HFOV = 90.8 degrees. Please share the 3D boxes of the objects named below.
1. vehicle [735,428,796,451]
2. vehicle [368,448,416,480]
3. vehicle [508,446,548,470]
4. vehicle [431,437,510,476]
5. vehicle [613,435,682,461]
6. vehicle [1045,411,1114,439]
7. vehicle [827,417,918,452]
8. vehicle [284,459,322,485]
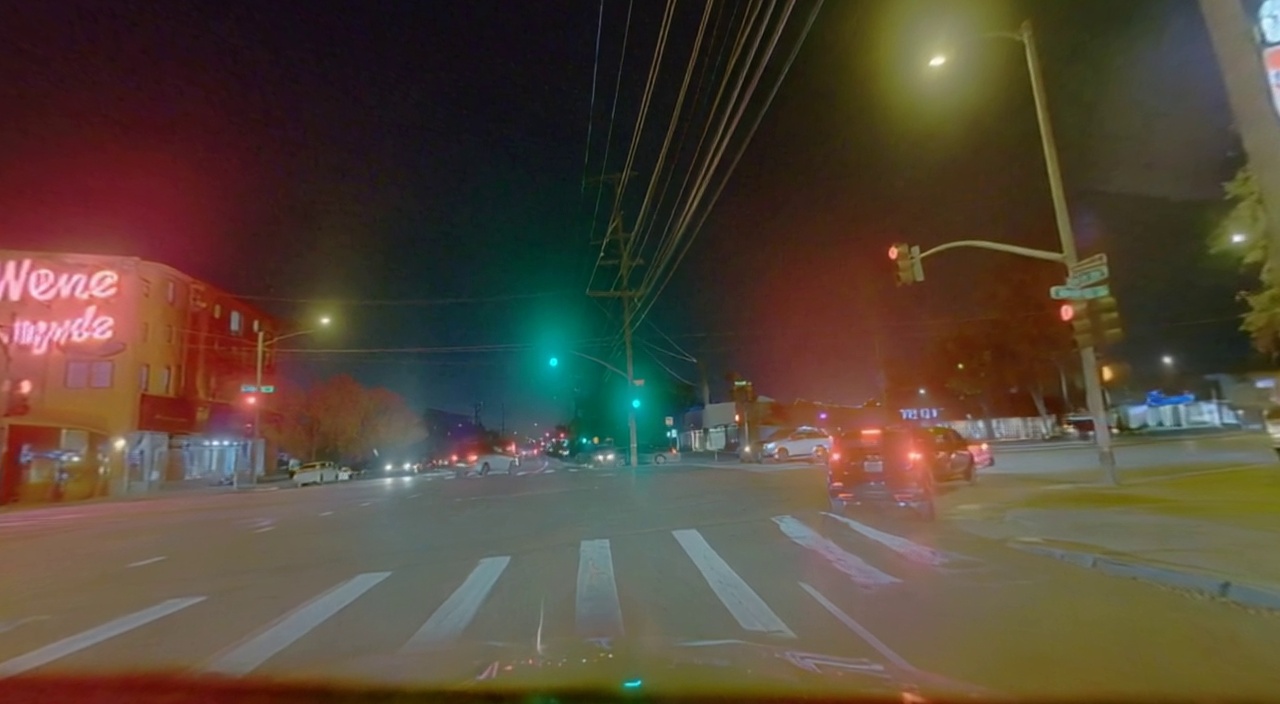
[{"bbox_3d":[8.292,5.858,42.081,1.866,1.430,3.901,5,-10,-30],"label":"vehicle"},{"bbox_3d":[-12.537,5.625,32.113,2.036,1.443,4.429,3,-9,-20],"label":"vehicle"},{"bbox_3d":[-8.545,8.011,47.917,1.968,1.675,4.177,4,-9,-25],"label":"vehicle"},{"bbox_3d":[-7.426,4.629,28.130,2.166,1.579,4.300,-1,-8,2],"label":"vehicle"},{"bbox_3d":[0.501,6.675,43.933,4.506,1.733,1.857,2,-9,-16],"label":"vehicle"},{"bbox_3d":[34.200,5.664,49.165,5.209,1.774,2.210,-1,-5,-30],"label":"vehicle"},{"bbox_3d":[12.466,4.440,33.789,4.474,1.788,2.039,4,-10,-28],"label":"vehicle"},{"bbox_3d":[-22.809,8.055,42.671,1.944,1.520,4.512,5,-10,-30],"label":"vehicle"}]
